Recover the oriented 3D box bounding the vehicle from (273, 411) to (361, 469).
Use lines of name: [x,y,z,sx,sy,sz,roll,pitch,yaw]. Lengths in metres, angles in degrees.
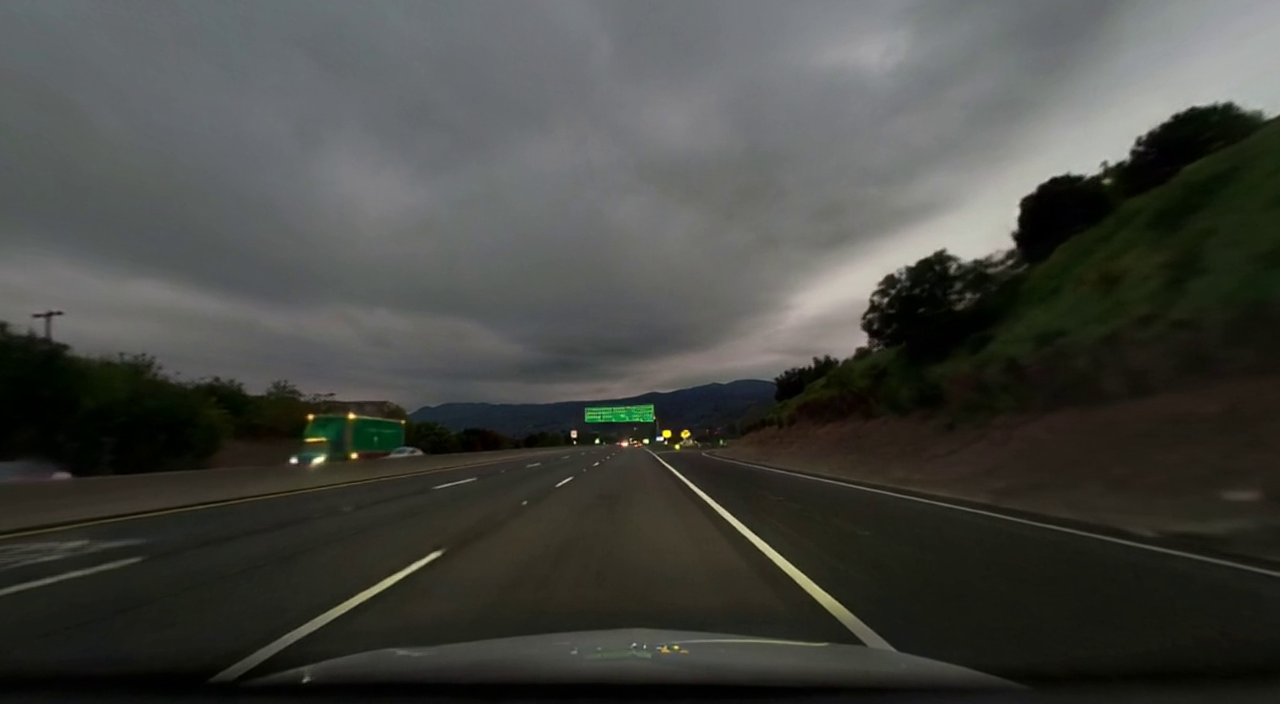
vehicle: [-24.162,6.610,47.459,3.426,4.013,5.999,0,-8,-1]
